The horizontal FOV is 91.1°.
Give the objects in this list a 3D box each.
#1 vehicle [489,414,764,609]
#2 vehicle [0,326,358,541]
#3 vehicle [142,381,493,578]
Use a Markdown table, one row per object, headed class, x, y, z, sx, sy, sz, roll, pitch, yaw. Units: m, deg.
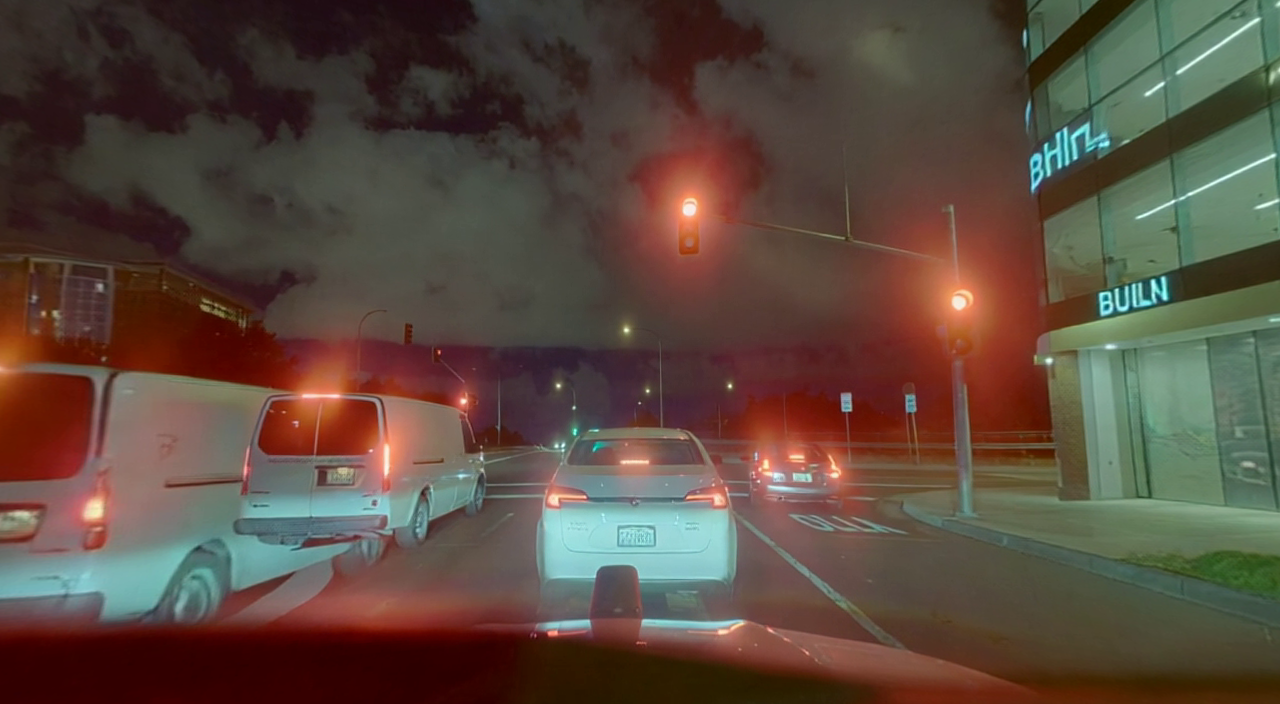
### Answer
| class | x | y | z | sx | sy | sz | roll | pitch | yaw |
| --- | --- | --- | --- | --- | --- | --- | --- | --- | --- |
| vehicle | -0.111 | 1.465 | 6.767 | 2.064 | 1.452 | 3.942 | 0 | -8 | 0 |
| vehicle | -10.765 | 1.871 | 14.950 | 2.973 | 3.009 | 12.605 | -2 | -6 | -3 |
| vehicle | -3.582 | 1.513 | 8.434 | 2.076 | 1.820 | 5.100 | 0 | -8 | -1 |
